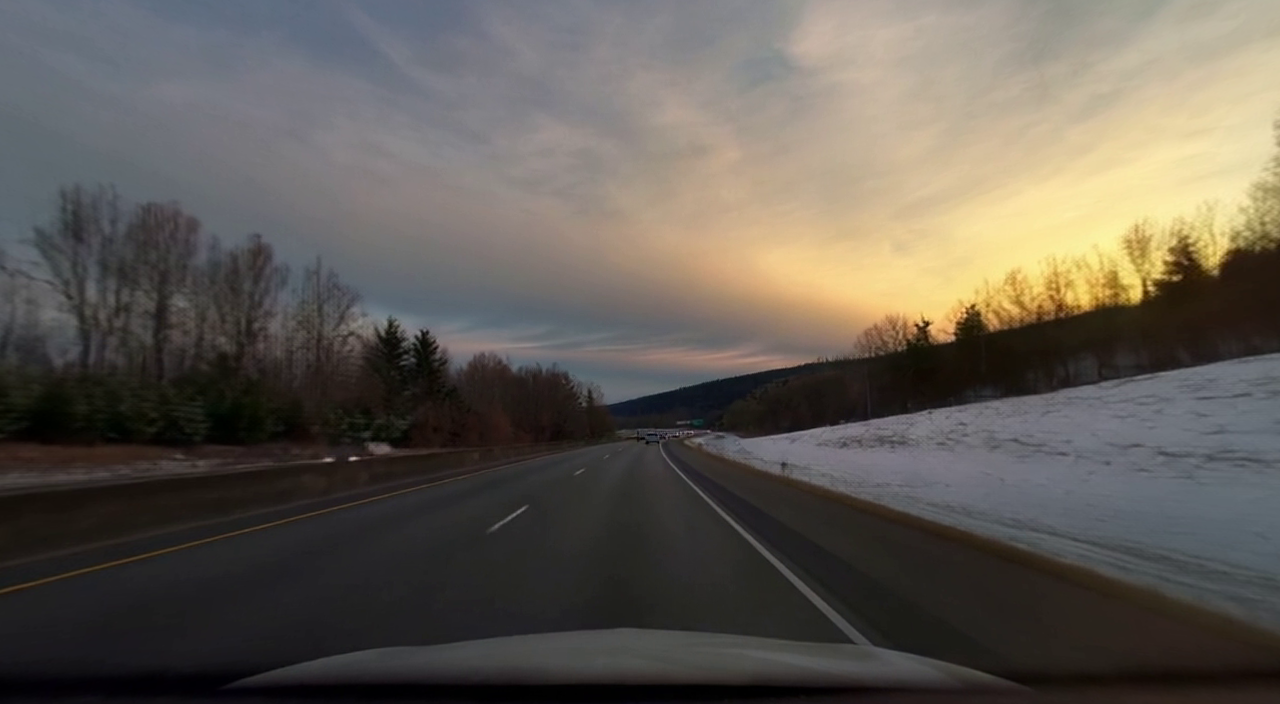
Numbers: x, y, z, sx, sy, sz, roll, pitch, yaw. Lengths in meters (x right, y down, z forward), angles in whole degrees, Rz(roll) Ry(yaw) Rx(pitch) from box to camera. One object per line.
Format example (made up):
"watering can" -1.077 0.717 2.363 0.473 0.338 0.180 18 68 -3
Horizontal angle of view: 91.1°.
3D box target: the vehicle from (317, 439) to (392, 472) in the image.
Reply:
"vehicle" -14.769 5.345 32.775 1.859 1.533 4.158 0 -8 1
